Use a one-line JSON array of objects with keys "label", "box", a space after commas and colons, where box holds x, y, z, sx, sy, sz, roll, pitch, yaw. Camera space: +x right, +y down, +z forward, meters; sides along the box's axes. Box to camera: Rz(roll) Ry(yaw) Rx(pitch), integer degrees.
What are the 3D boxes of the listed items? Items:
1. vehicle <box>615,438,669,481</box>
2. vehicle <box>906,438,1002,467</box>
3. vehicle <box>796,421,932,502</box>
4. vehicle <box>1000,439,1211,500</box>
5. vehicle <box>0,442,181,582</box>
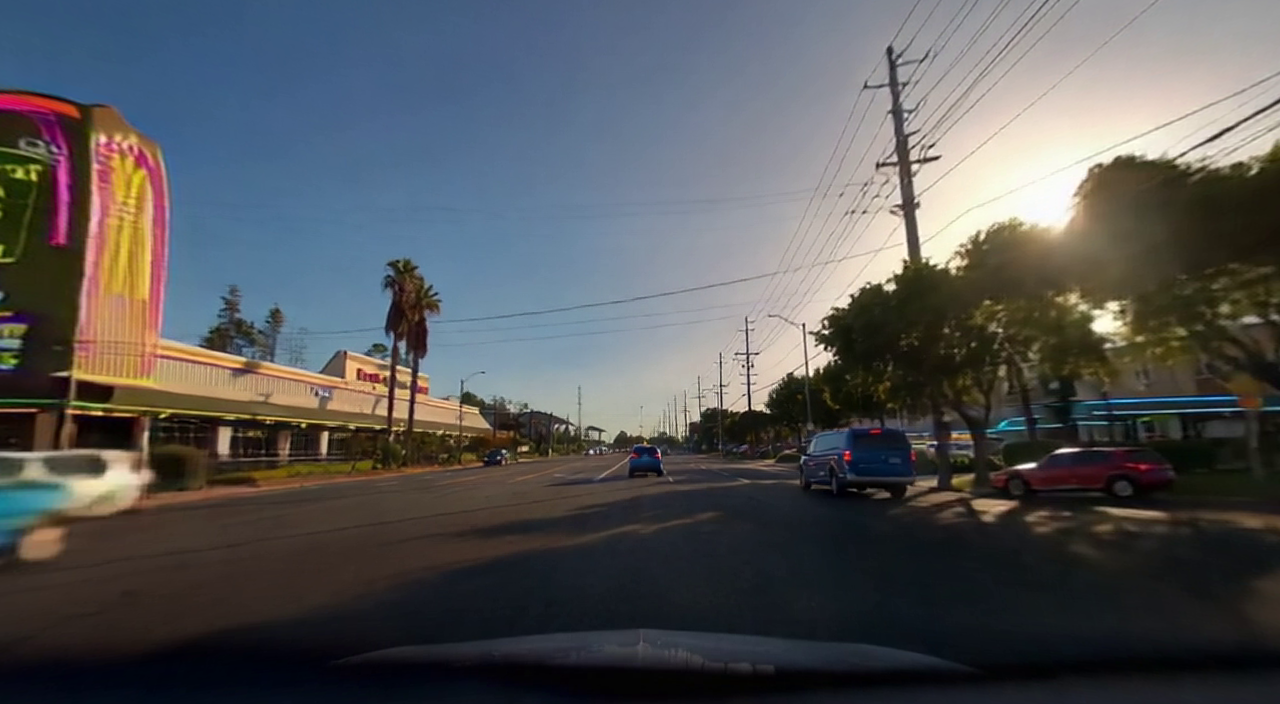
[{"label": "vehicle", "box": [0.070, 4.547, 27.004, 2.138, 1.672, 4.168, 0, -8, 0]}, {"label": "vehicle", "box": [18.212, 5.846, 36.695, 4.490, 1.604, 2.089, 1, -8, 1]}, {"label": "vehicle", "box": [5.975, 2.979, 17.525, 2.107, 1.928, 4.471, 0, -8, 0]}, {"label": "vehicle", "box": [12.749, 3.217, 17.678, 4.400, 1.507, 2.009, -4, -10, 27]}, {"label": "vehicle", "box": [-8.093, 1.805, 7.202, 2.004, 1.535, 4.853, 0, -8, 0]}]
